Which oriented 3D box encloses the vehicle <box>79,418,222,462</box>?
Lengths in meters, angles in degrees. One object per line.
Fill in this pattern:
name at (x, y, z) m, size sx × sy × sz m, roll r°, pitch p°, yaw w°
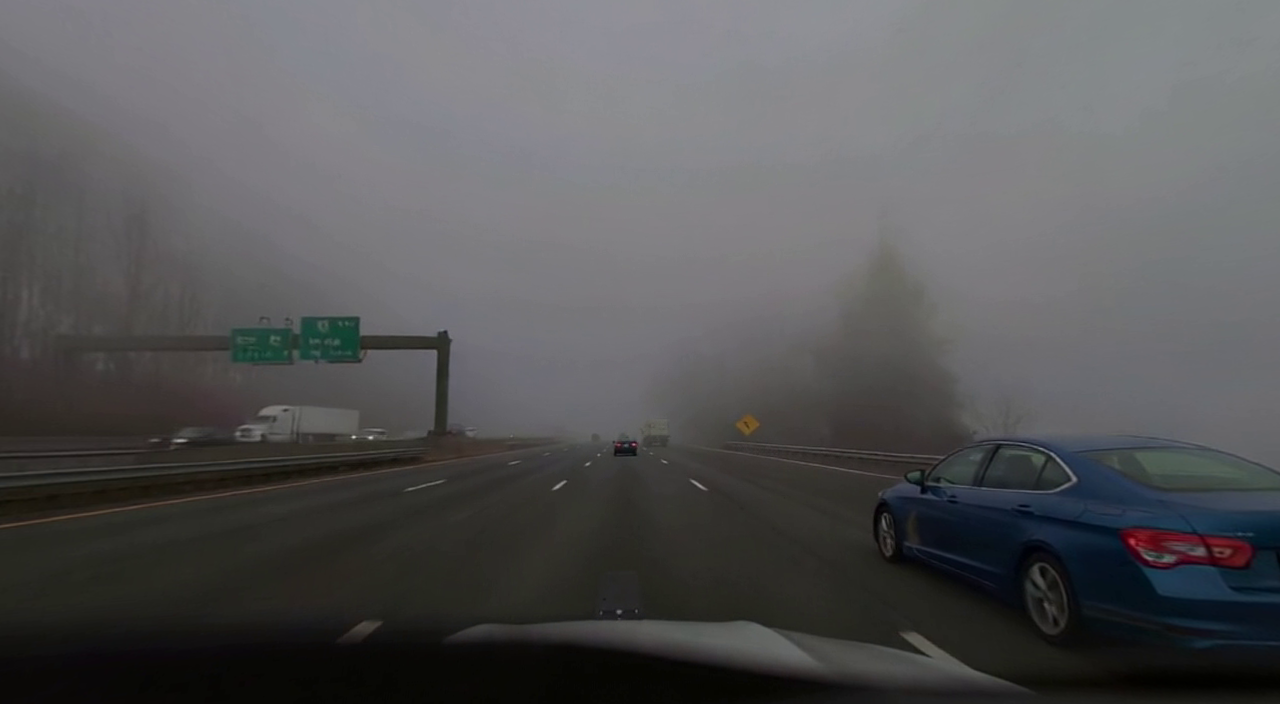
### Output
vehicle at (-18.484, 3.362, 24.063) m, size 1.976 × 1.523 × 4.359 m, roll 0°, pitch -8°, yaw -1°
